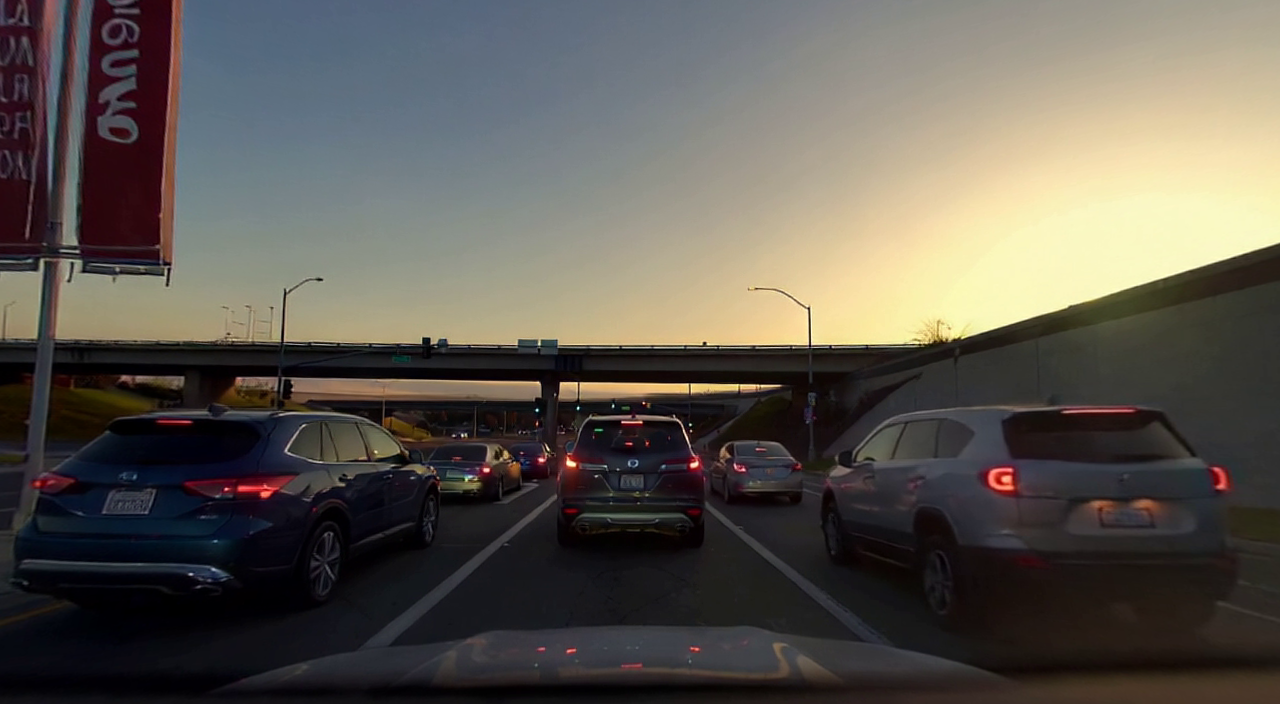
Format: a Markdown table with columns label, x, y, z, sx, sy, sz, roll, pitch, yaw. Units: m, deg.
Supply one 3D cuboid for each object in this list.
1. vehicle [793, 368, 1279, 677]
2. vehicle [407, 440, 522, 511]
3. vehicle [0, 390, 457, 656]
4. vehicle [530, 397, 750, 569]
| label | x | y | z | sx | sy | sz | roll | pitch | yaw |
| --- | --- | --- | --- | --- | --- | --- | --- | --- | --- |
| vehicle | 3.144 | 1.336 | 6.106 | 2.016 | 1.804 | 4.681 | 0 | -9 | -1 |
| vehicle | -4.153 | 2.946 | 15.429 | 1.797 | 1.505 | 3.506 | 0 | -9 | 0 |
| vehicle | -3.495 | 1.423 | 6.264 | 2.039 | 1.709 | 4.265 | 0 | -9 | 0 |
| vehicle | -0.078 | 1.770 | 9.210 | 2.409 | 1.864 | 4.471 | 0 | -9 | -2 |
